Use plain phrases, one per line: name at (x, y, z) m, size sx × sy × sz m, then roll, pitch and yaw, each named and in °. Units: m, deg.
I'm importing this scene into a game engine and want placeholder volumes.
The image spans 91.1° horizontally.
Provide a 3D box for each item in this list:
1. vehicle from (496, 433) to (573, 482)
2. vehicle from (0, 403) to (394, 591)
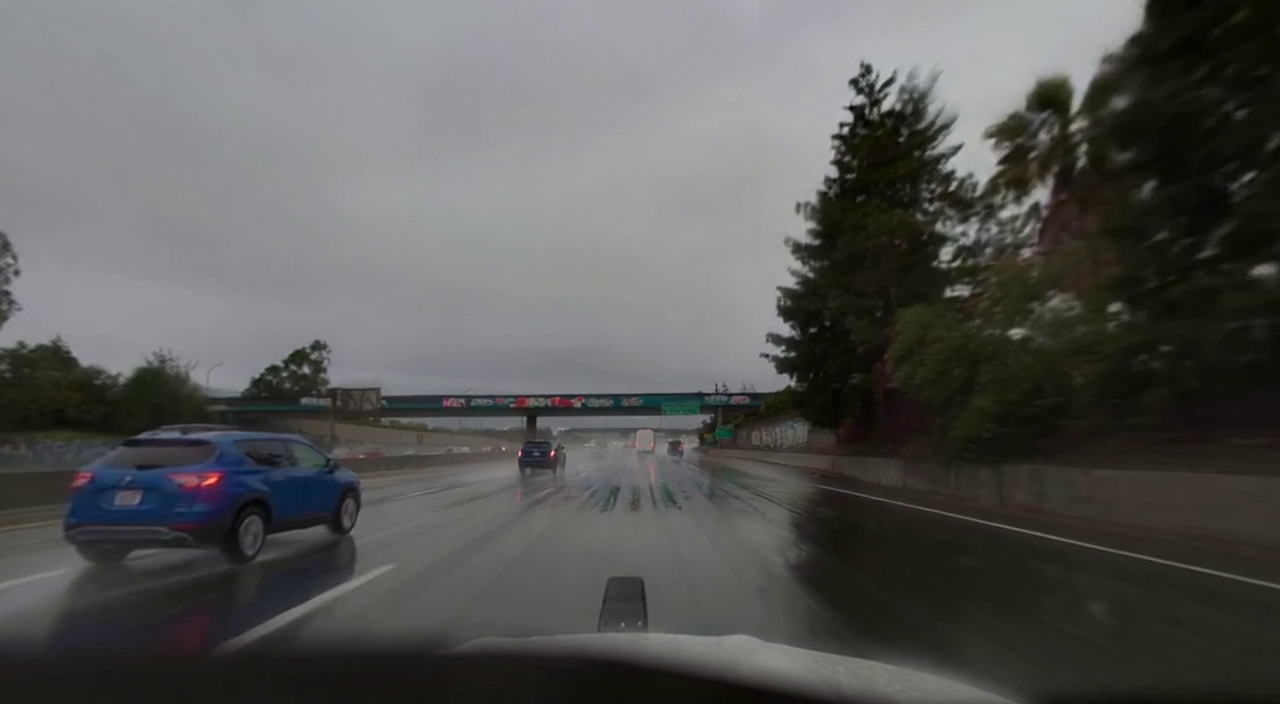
vehicle at (-4.021, 4.112, 24.669) m, size 2.154 × 1.693 × 4.394 m, roll 1°, pitch -9°, yaw 1°
vehicle at (-4.801, 1.587, 7.629) m, size 1.969 × 1.633 × 3.962 m, roll 1°, pitch -9°, yaw 0°
